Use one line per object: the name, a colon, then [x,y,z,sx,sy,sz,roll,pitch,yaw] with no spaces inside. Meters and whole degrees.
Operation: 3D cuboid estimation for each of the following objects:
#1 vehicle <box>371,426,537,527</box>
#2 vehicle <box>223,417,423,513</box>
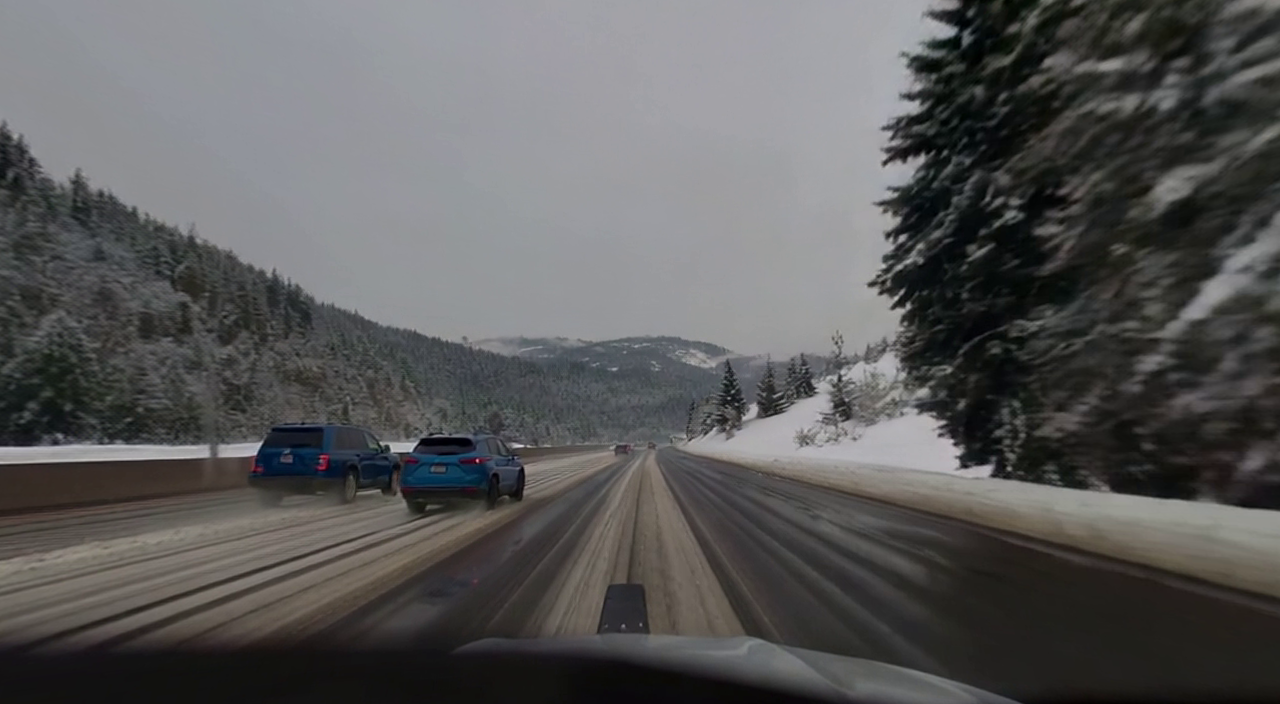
vehicle: [-3.463,2.406,12.742,1.983,1.663,4.290,0,-9,1]
vehicle: [-7.273,2.650,15.277,2.151,1.925,4.945,0,-9,1]
